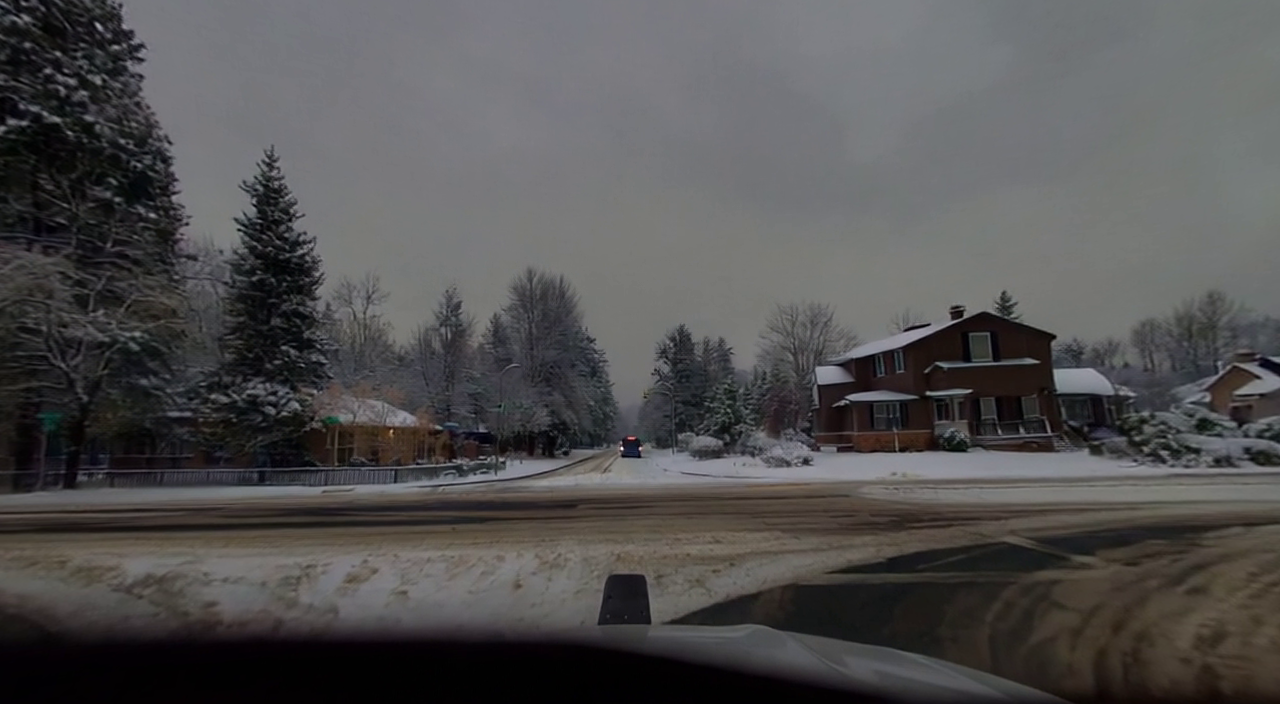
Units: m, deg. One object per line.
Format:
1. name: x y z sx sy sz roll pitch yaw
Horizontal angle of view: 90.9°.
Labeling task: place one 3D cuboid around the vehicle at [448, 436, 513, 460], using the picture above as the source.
1. vehicle: -12.601 7.588 49.918 4.622 1.782 1.836 0 -8 -1
